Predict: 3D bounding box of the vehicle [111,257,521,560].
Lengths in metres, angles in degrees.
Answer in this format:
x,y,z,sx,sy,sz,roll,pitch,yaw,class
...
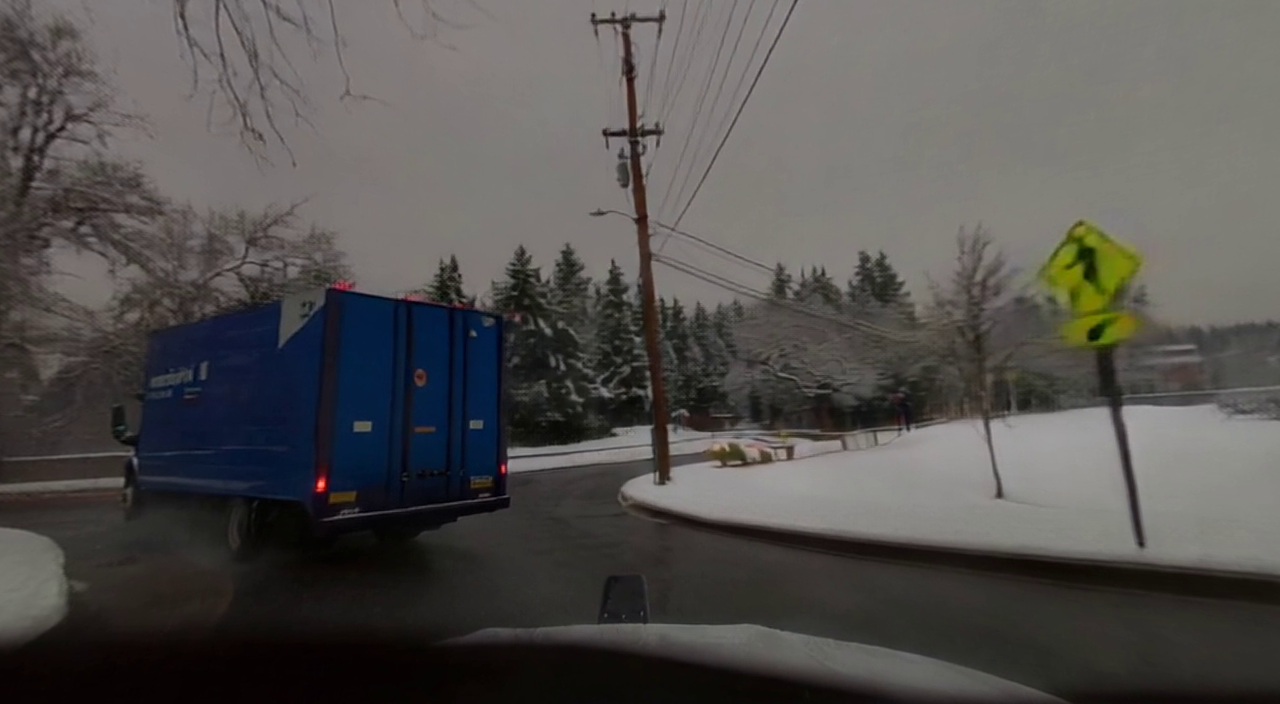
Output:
x,y,z,sx,sy,sz,roll,pitch,yaw,class
-6.334,1.162,11.103,9.680,3.326,2.838,-7,-10,40,vehicle
